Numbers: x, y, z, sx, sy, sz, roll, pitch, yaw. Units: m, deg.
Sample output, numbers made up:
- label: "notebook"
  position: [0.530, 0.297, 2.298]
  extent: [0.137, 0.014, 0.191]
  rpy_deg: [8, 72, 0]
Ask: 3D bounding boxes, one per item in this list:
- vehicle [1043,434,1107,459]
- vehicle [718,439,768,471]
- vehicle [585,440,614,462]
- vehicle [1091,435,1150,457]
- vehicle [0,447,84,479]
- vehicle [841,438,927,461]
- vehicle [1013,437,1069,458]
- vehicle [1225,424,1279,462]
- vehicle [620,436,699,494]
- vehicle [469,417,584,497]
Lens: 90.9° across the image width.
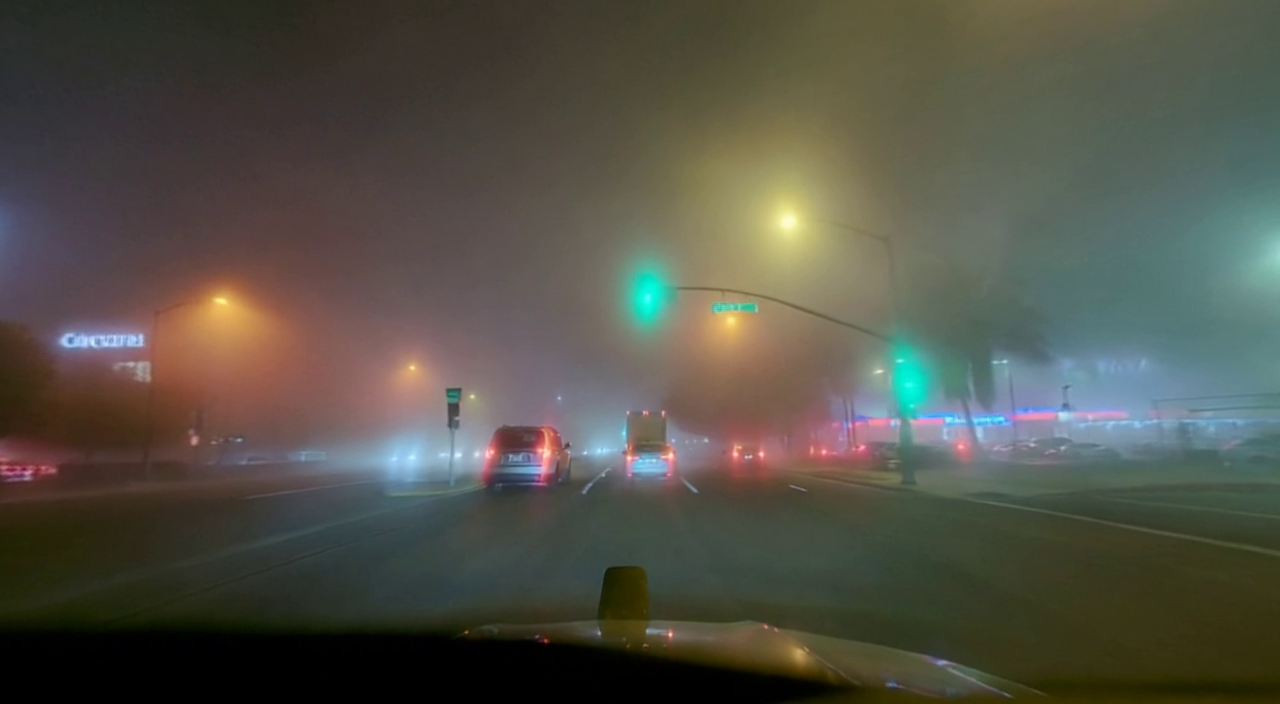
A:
- label: "vehicle"
  position: [29.351, 6.359, 42.485]
  extent: [4.225, 1.502, 1.915]
  rpy_deg: [3, -9, -32]
- label: "vehicle"
  position: [5.285, 5.356, 32.936]
  extent: [1.900, 1.507, 4.151]
  rpy_deg: [0, -8, 0]
- label: "vehicle"
  position: [-2.969, 7.369, 46.893]
  extent: [1.902, 1.522, 3.523]
  rpy_deg: [0, -8, 1]
- label: "vehicle"
  position: [34.619, 6.762, 45.379]
  extent: [4.052, 1.445, 1.889]
  rpy_deg: [5, -10, -32]
- label: "vehicle"
  position: [-31.299, 5.644, 32.125]
  extent: [4.156, 1.519, 1.804]
  rpy_deg: [0, -8, 0]
- label: "vehicle"
  position: [15.682, 6.299, 40.709]
  extent: [4.756, 1.422, 1.831]
  rpy_deg: [0, -8, -1]
- label: "vehicle"
  position: [28.549, 6.767, 44.835]
  extent: [3.873, 1.429, 1.765]
  rpy_deg: [5, -10, -31]
- label: "vehicle"
  position: [32.944, 4.636, 32.576]
  extent: [5.720, 1.822, 2.307]
  rpy_deg: [3, -9, -32]
- label: "vehicle"
  position: [0.508, 3.253, 18.565]
  extent: [2.061, 1.494, 4.079]
  rpy_deg: [0, -8, 0]
- label: "vehicle"
  position: [-3.016, 2.963, 18.158]
  extent: [2.289, 1.935, 5.227]
  rpy_deg: [0, -8, 0]
